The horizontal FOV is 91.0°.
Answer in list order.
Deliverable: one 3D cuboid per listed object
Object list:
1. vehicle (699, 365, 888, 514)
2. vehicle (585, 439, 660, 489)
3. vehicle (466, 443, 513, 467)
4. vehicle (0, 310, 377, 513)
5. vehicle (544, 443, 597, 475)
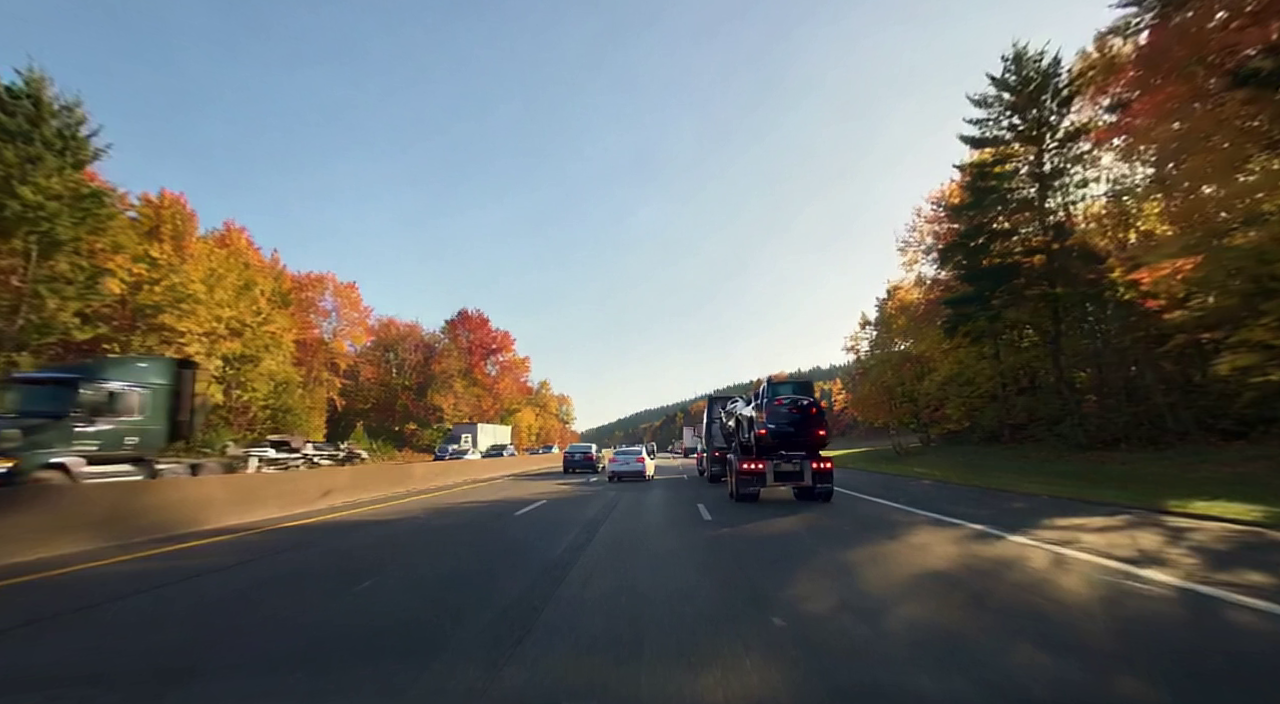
[{"bbox_3d":[3.976,2.870,20.405,3.150,3.257,13.098,0,-8,1],"label":"vehicle"},{"bbox_3d":[-0.468,3.677,21.031,2.152,1.484,4.211,-1,-8,3],"label":"vehicle"},{"bbox_3d":[-10.098,6.950,42.498,1.905,1.511,4.095,-1,-8,4],"label":"vehicle"},{"bbox_3d":[-14.978,2.508,22.157,3.330,4.410,17.004,-1,-8,3],"label":"vehicle"},{"bbox_3d":[-3.289,5.155,30.515,1.928,1.464,3.706,-1,-8,3],"label":"vehicle"}]
